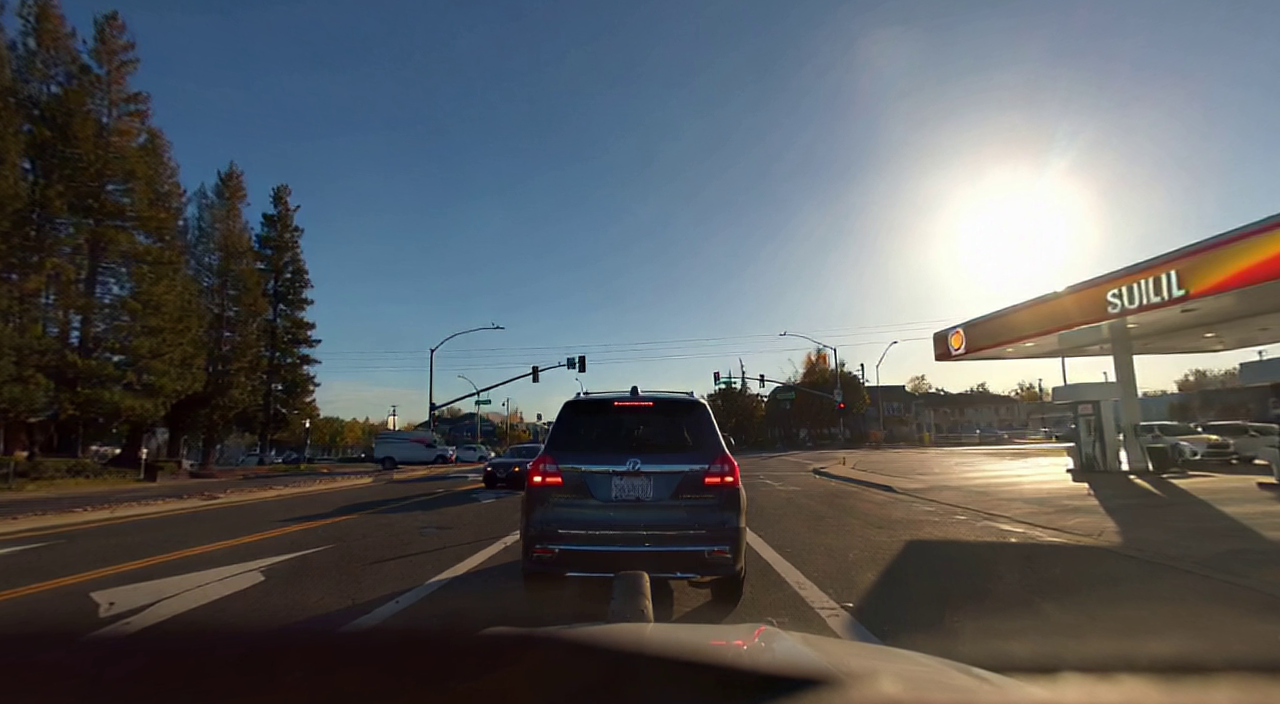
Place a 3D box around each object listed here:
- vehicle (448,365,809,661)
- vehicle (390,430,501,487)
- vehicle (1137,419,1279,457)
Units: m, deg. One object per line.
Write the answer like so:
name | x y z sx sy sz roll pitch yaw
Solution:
vehicle | 0.013 1.314 6.148 2.236 1.819 4.291 -1 -9 3
vehicle | -6.649 3.702 22.157 2.065 1.753 4.525 -1 -9 6
vehicle | 25.935 3.954 28.787 4.551 1.616 1.973 -2 -9 11
